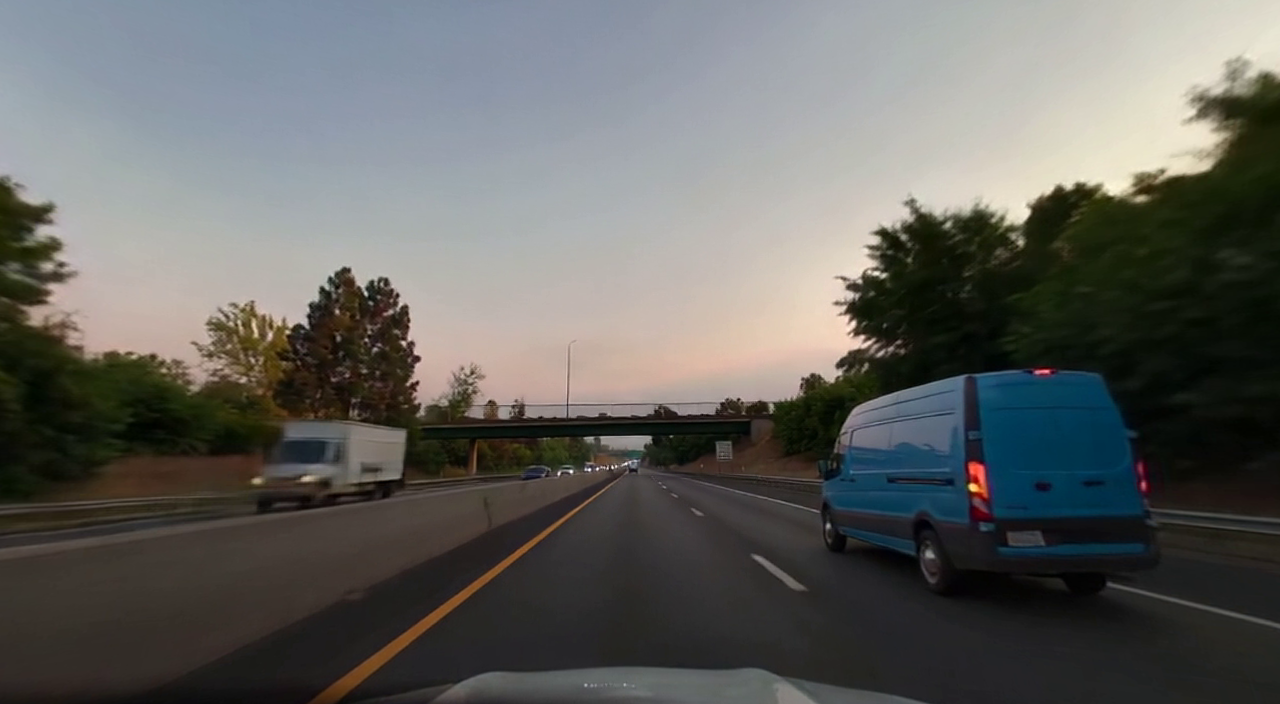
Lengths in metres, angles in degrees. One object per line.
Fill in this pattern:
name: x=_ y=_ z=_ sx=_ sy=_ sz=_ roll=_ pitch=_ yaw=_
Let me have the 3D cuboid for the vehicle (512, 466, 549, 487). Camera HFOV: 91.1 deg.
vehicle: x=-8.162 y=9.349 z=47.291 sx=1.947 sy=1.513 sz=4.250 roll=1 pitch=-10 yaw=0

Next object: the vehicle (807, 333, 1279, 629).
vehicle: x=4.528 y=1.723 z=8.975 sx=2.372 sy=2.581 sz=6.763 roll=1 pitch=-10 yaw=0

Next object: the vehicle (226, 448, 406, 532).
vehicle: x=-7.654 y=3.318 z=15.508 sx=1.933 sy=1.723 sz=4.614 roll=1 pitch=-10 yaw=0
